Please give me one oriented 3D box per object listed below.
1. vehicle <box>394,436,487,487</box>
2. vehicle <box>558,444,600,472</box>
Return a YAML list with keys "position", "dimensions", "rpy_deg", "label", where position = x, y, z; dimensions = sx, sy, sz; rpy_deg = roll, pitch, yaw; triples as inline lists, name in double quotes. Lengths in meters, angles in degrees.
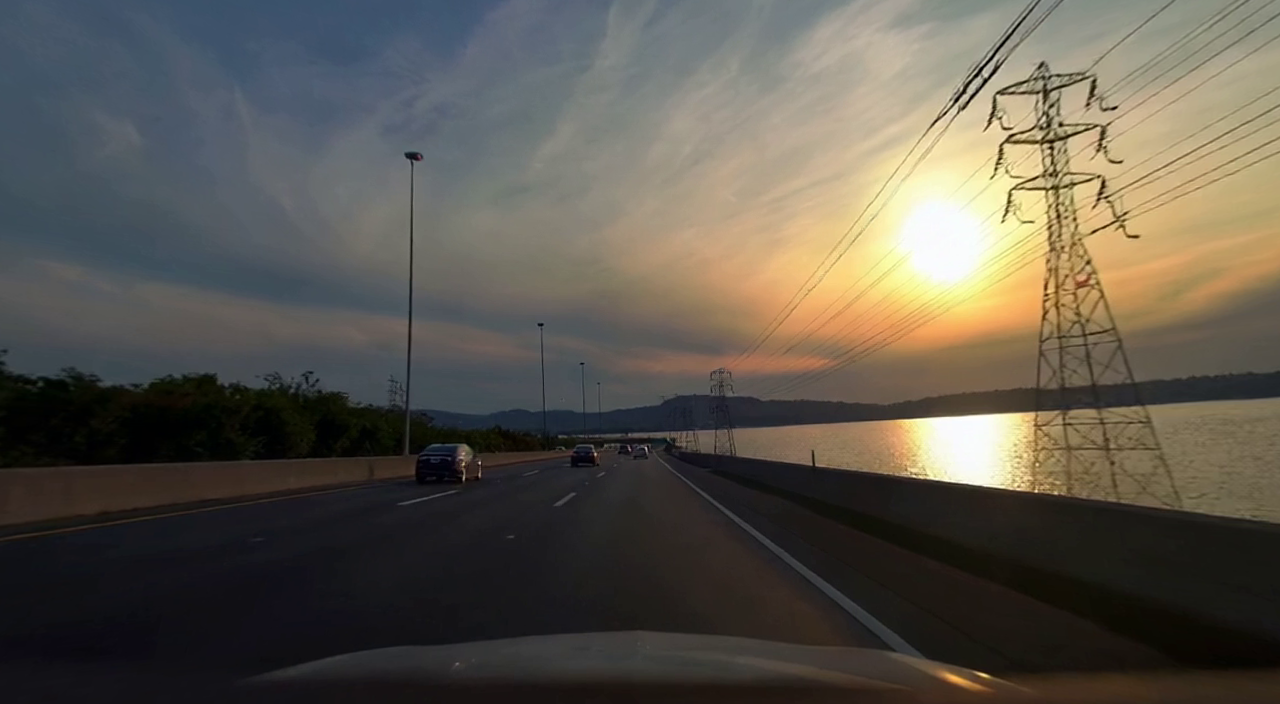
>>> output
- position: [-7.402, 4.090, 23.918]
  dimensions: [2.050, 1.717, 4.418]
  rpy_deg: [0, -8, 0]
  label: "vehicle"
- position: [-3.491, 6.113, 36.664]
  dimensions: [1.957, 1.494, 4.207]
  rpy_deg: [0, -8, 1]
  label: "vehicle"
